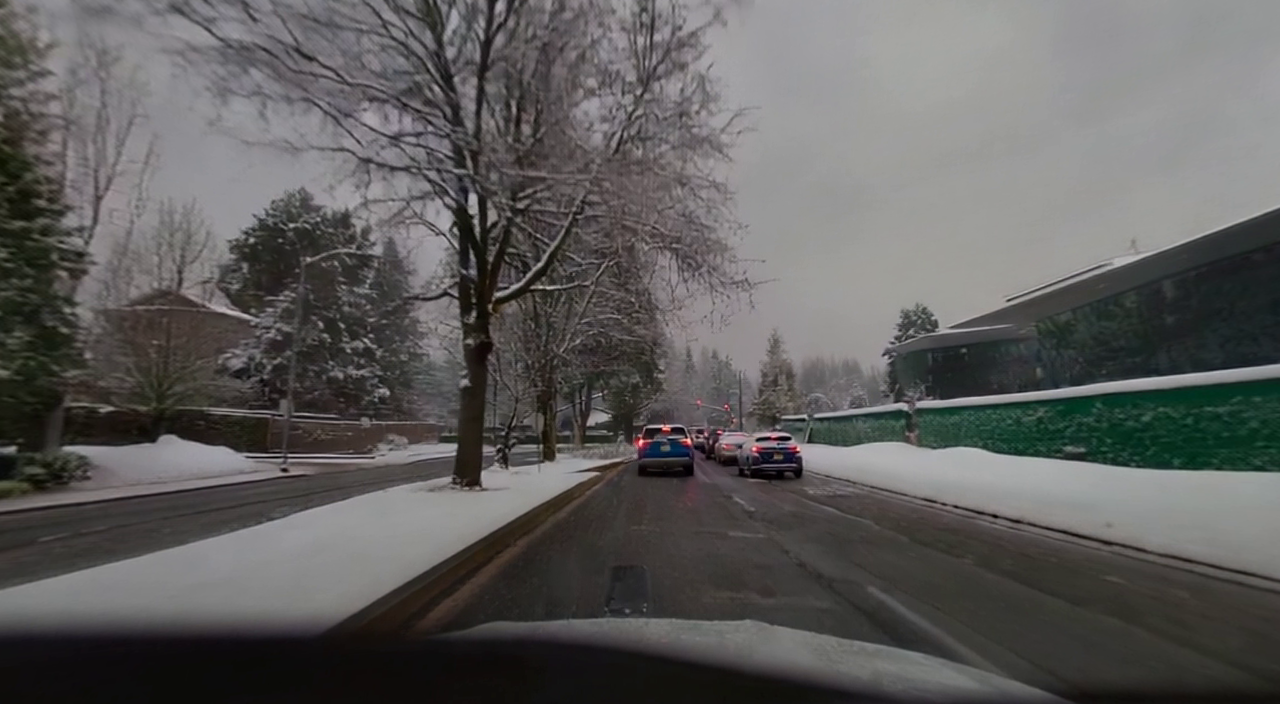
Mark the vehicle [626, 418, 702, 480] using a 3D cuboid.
[{"bbox_3d":[0.857,3.395,22.279,2.386,1.947,4.168,-1,-8,3],"label":"vehicle"}]

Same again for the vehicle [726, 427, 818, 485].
[{"bbox_3d":[4.306,3.482,21.427,2.138,1.699,4.852,-1,-8,1],"label":"vehicle"}]
